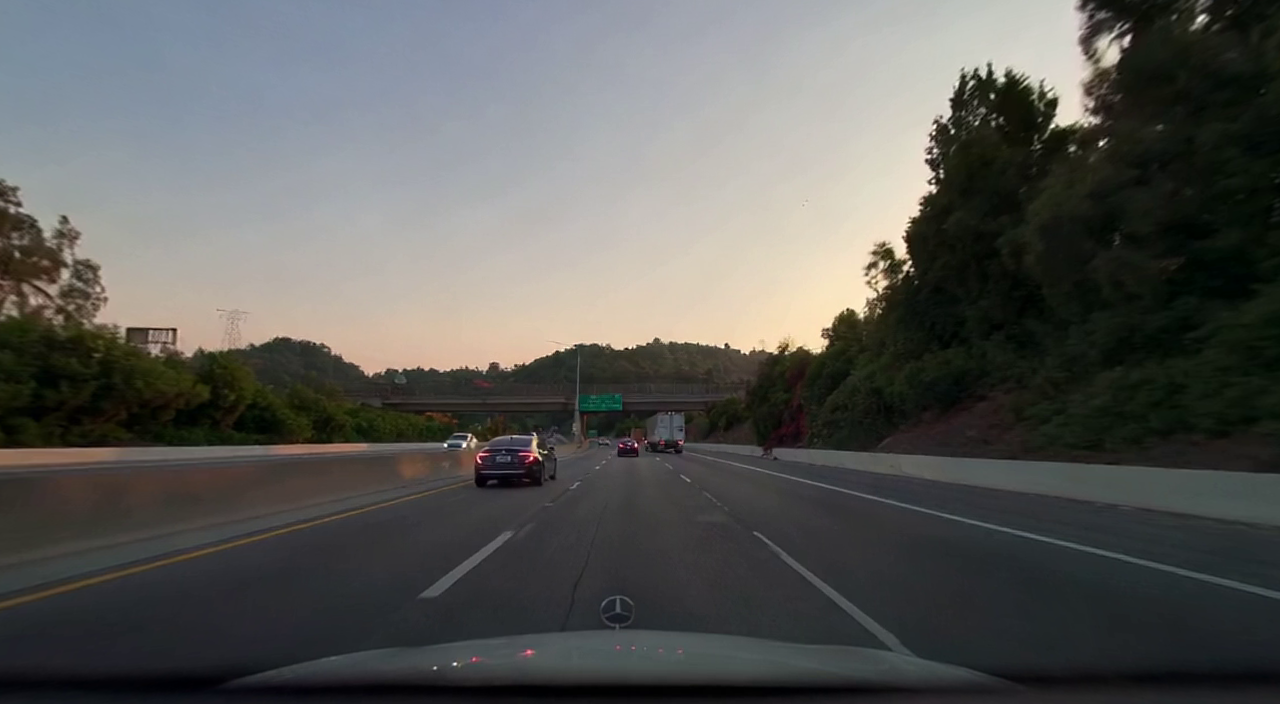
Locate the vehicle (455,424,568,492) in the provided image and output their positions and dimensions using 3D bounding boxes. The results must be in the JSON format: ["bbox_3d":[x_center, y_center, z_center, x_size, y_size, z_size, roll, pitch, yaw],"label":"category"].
[{"bbox_3d":[-3.654,3.119,18.922,2.377,1.747,4.703,0,-8,0],"label":"vehicle"}]

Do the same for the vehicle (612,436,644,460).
[{"bbox_3d":[-0.796,6.586,43.400,2.125,1.542,3.816,0,-8,0],"label":"vehicle"}]
